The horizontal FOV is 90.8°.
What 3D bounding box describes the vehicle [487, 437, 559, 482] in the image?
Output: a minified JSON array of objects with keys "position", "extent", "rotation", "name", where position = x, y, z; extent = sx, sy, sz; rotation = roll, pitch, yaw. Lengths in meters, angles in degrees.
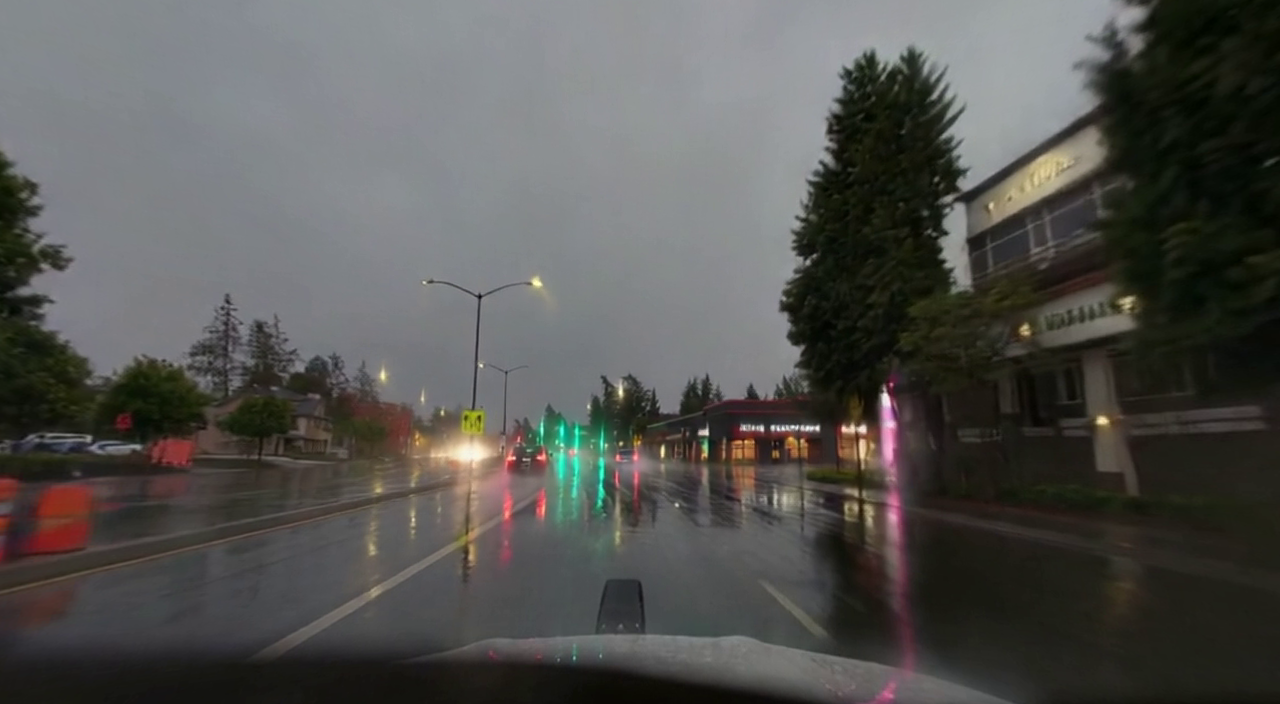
[{"position":[-4.747,4.440,26.341],"extent":[2.381,1.721,4.186],"rotation":[0,-9,-3],"name":"vehicle"}]
